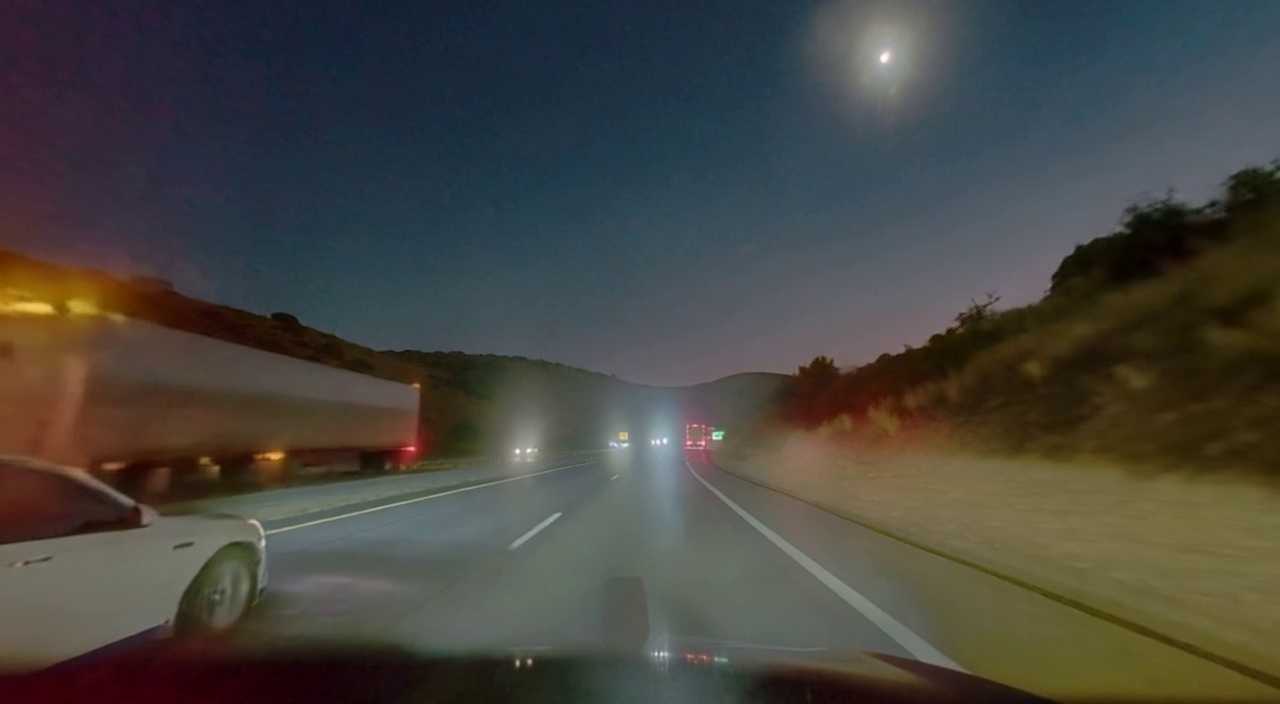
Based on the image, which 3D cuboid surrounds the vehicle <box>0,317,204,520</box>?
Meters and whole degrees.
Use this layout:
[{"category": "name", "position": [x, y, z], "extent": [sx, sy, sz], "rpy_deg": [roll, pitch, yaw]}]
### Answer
[{"category": "vehicle", "position": [-12.932, 1.258, 11.724], "extent": [3.043, 3.571, 8.922], "rpy_deg": [0, -9, 1]}]

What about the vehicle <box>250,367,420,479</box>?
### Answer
[{"category": "vehicle", "position": [-12.806, 3.292, 27.812], "extent": [2.788, 4.109, 9.073], "rpy_deg": [0, -9, 1]}]
